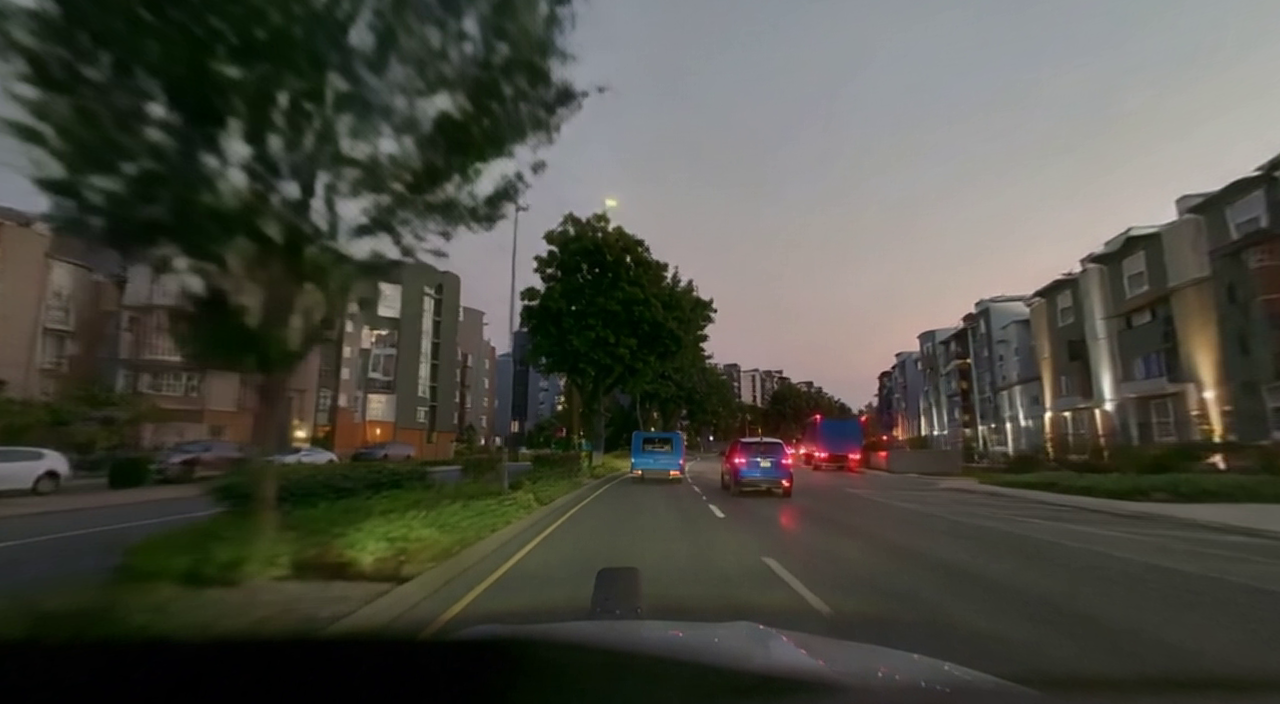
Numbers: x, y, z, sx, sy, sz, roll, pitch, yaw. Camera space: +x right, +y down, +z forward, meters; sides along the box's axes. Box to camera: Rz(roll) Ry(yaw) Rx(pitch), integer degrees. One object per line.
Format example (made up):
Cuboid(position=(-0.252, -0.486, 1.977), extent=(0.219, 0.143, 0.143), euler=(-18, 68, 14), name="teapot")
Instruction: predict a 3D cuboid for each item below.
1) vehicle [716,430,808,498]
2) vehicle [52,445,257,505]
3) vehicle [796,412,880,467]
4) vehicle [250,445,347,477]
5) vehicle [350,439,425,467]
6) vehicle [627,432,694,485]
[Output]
Cuboid(position=(3.591, 3.388, 19.484), extent=(2.033, 1.823, 4.409), euler=(0, -9, 1), name="vehicle")
Cuboid(position=(-13.550, 3.424, 18.141), extent=(1.884, 1.454, 4.858), euler=(0, -9, 2), name="vehicle")
Cuboid(position=(12.622, 5.742, 41.009), extent=(3.705, 3.221, 6.779), euler=(-2, -9, 5), name="vehicle")
Cuboid(position=(-17.677, 5.698, 33.035), extent=(2.008, 1.487, 5.078), euler=(-2, -10, 3), name="vehicle")
Cuboid(position=(-17.098, 6.969, 43.125), extent=(2.272, 1.746, 5.914), euler=(-1, -11, 5), name="vehicle")
Cuboid(position=(0.834, 4.114, 24.748), extent=(2.345, 1.841, 5.032), euler=(0, -9, 2), name="vehicle")
